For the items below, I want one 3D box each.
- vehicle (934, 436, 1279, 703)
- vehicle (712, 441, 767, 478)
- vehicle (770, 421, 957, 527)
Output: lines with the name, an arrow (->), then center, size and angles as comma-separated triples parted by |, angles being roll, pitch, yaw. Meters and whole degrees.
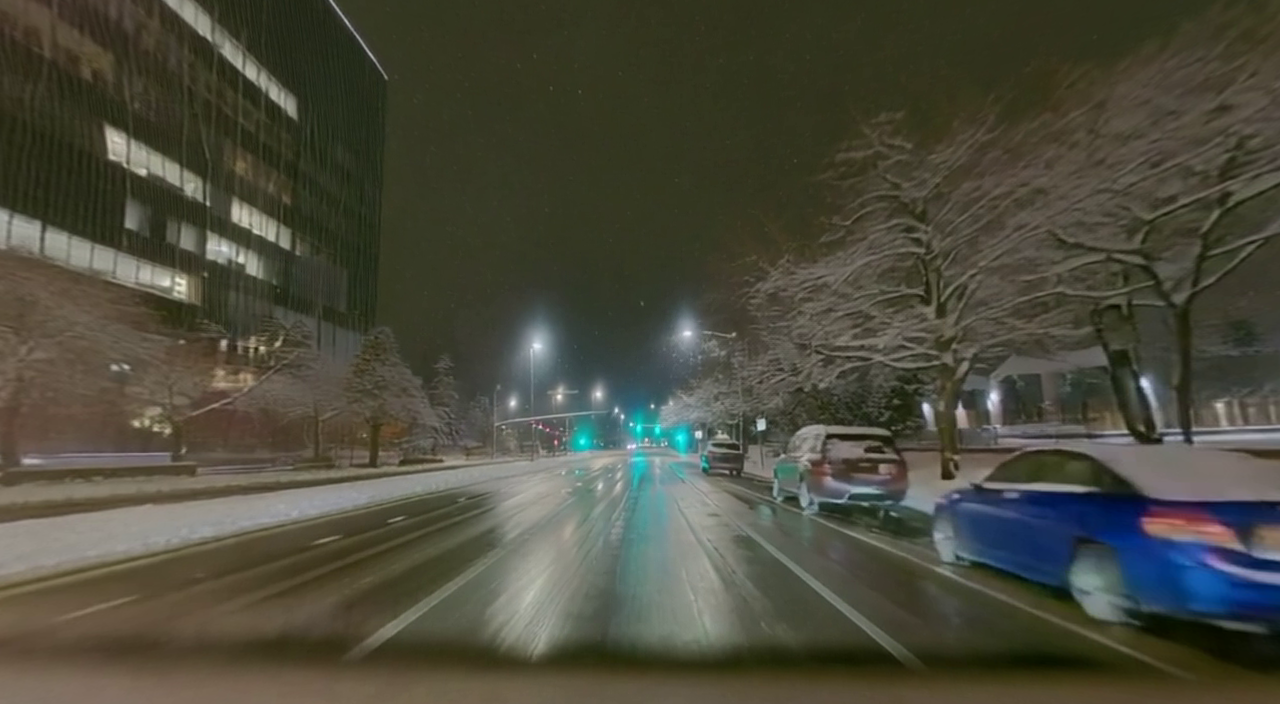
vehicle -> 4.407, 1.433, 5.093 | 1.865, 1.457, 4.689 | 0, -8, 1
vehicle -> 4.895, 5.332, 31.601 | 1.987, 1.718, 4.698 | 0, -8, 0
vehicle -> 4.442, 2.517, 13.606 | 2.198, 1.834, 4.963 | 0, -8, 0
